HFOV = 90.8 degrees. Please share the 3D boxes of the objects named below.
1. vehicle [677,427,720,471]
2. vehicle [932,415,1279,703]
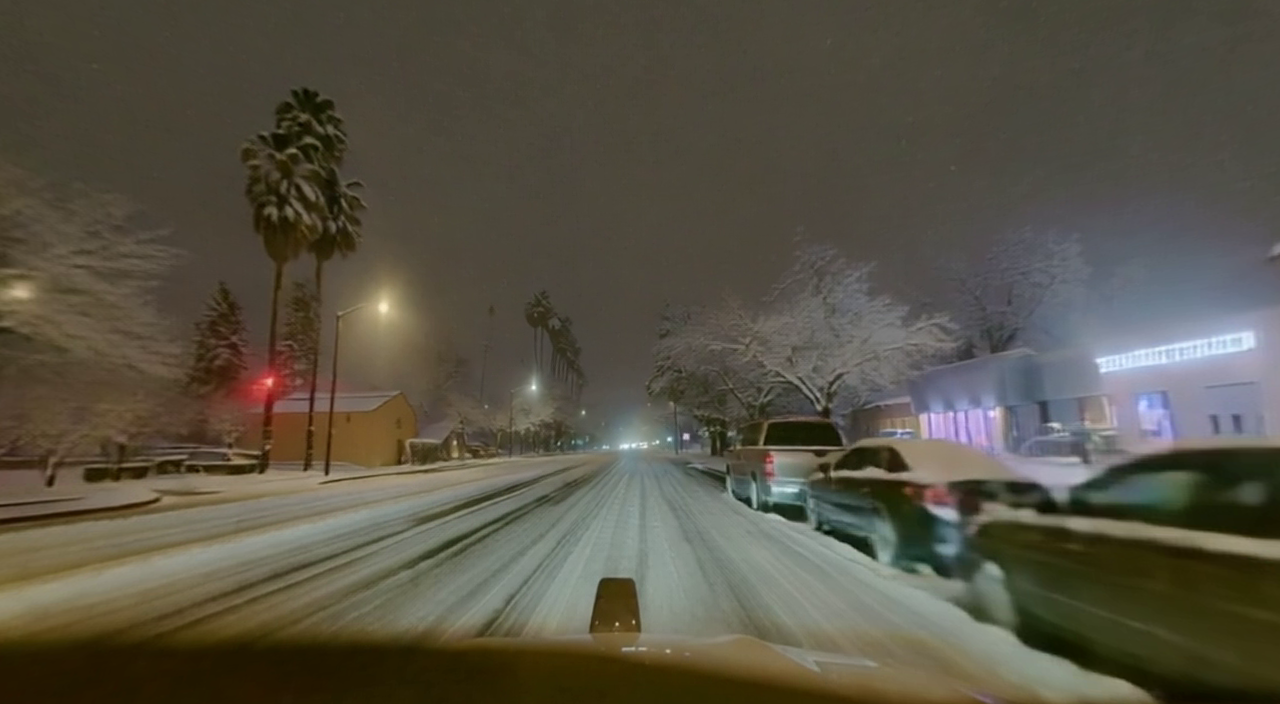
[{"bbox_3d":[3.666,6.238,40.576,2.221,2.552,5.594,1,-9,0],"label":"vehicle"},{"bbox_3d":[3.343,1.109,2.713,2.046,1.588,4.508,0,-9,1],"label":"vehicle"}]
